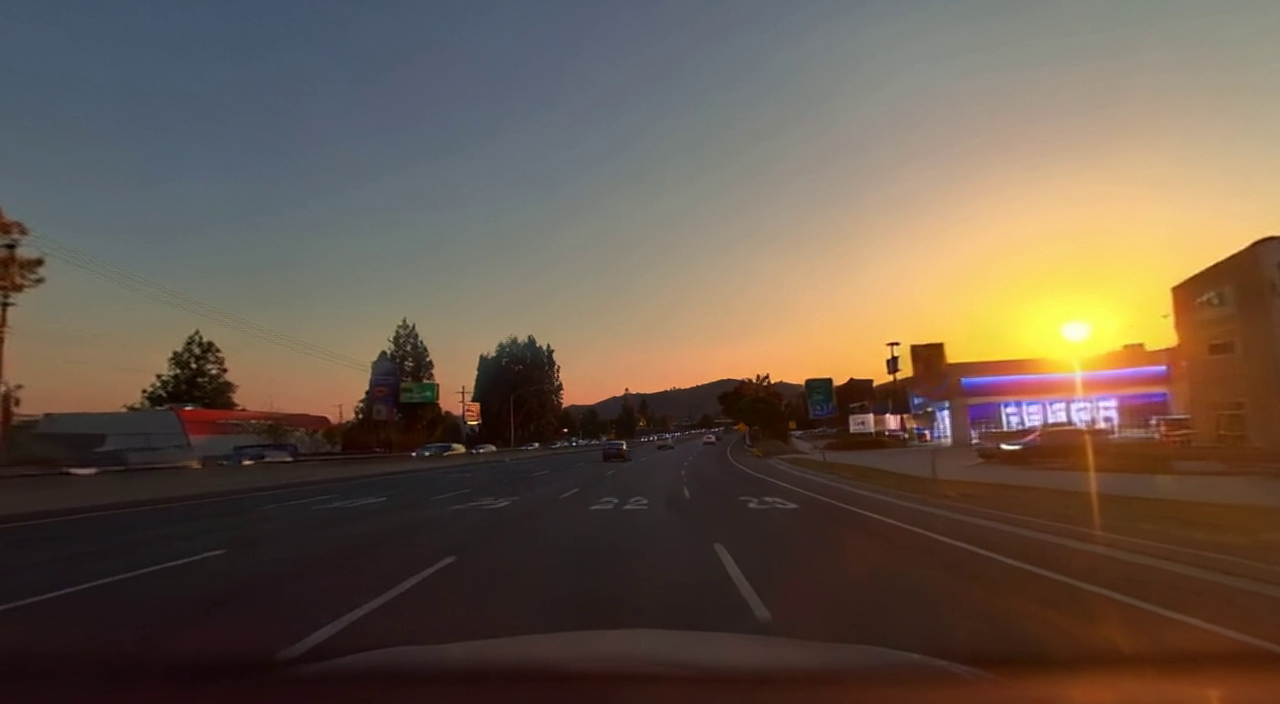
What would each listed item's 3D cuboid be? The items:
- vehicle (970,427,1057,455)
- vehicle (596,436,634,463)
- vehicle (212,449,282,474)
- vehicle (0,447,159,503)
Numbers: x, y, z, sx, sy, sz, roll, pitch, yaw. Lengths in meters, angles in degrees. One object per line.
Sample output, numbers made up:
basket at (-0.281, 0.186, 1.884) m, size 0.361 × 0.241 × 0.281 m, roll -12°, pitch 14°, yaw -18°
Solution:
vehicle at (22.607, 5.399, 38.383) m, size 4.317 × 1.504 × 1.884 m, roll -7°, pitch -9°, yaw 28°
vehicle at (-1.669, 6.827, 44.411) m, size 2.139 × 1.782 × 4.079 m, roll -1°, pitch -8°, yaw 5°
vehicle at (-27.922, 7.784, 45.059) m, size 1.866 × 1.614 × 4.396 m, roll -1°, pitch -8°, yaw 4°
vehicle at (-18.631, 3.919, 20.655) m, size 1.972 × 1.610 × 4.607 m, roll -1°, pitch -8°, yaw 3°
